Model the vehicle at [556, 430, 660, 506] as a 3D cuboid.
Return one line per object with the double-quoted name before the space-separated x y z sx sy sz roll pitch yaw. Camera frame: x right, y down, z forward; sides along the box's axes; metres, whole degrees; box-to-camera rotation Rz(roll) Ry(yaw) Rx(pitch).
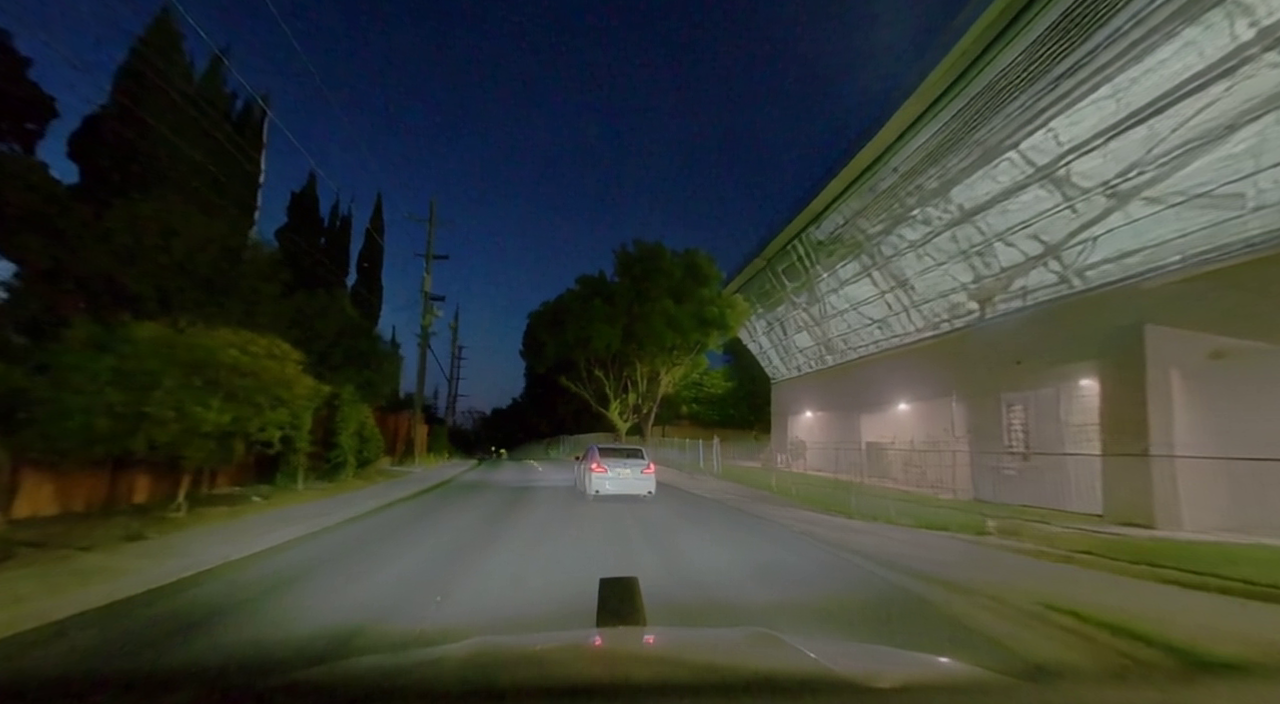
"vehicle" -0.844 2.630 14.603 2.060 1.487 3.920 1 -9 -6
